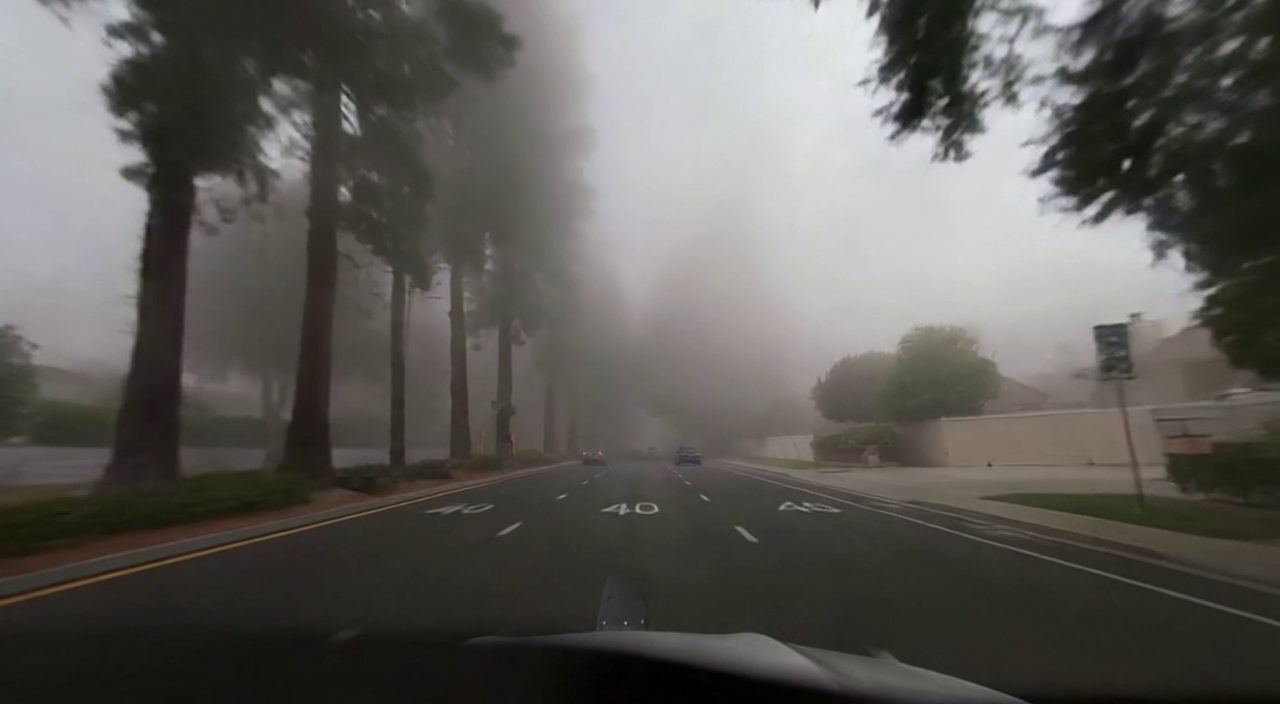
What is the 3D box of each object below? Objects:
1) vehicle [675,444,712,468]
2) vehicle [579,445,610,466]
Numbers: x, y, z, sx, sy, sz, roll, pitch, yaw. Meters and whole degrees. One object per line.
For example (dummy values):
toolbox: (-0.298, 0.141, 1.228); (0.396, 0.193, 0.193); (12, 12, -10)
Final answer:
vehicle: (3.480, 6.898, 41.844); (1.992, 1.511, 4.464); (0, -9, 0)
vehicle: (-3.421, 7.942, 48.529); (2.011, 1.480, 4.517); (0, -9, 1)
